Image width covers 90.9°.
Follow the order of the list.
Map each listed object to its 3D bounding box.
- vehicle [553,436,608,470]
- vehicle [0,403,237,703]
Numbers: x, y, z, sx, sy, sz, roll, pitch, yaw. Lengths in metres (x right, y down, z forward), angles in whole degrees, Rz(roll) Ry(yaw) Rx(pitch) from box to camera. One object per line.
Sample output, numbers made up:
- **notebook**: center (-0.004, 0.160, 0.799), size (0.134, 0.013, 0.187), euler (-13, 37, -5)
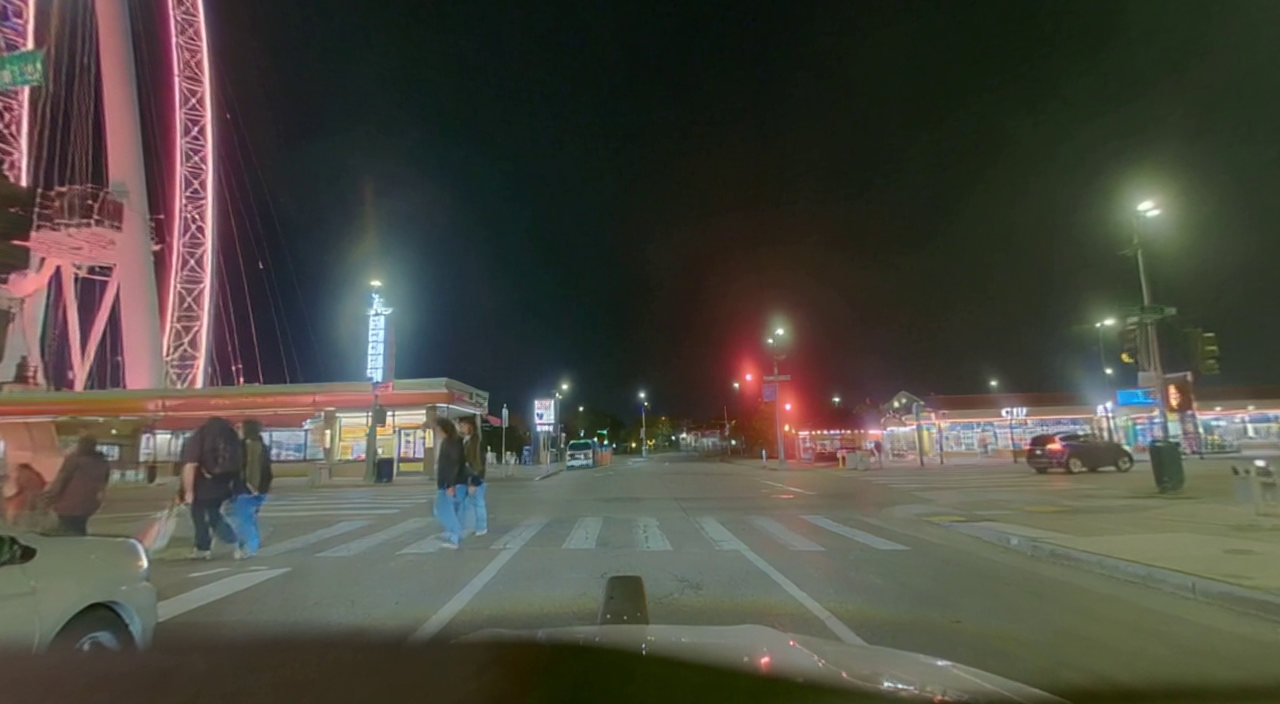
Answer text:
- **vehicle**: center (-3.915, 6.413, 40.242), size (2.549, 2.000, 5.699), euler (2, -9, -15)
- **vehicle**: center (-3.370, 0.784, 1.187), size (1.940, 1.505, 4.676), euler (-1, -9, 3)
